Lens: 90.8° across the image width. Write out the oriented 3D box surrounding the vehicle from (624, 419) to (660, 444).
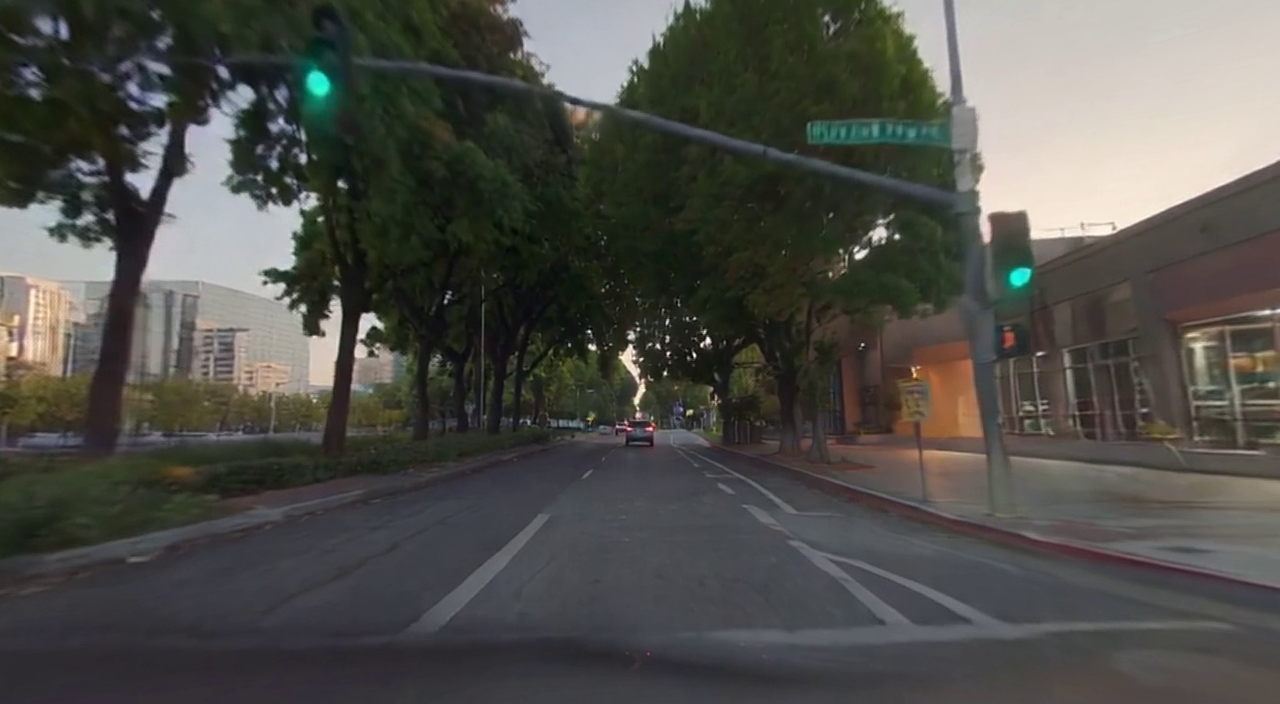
[{"bbox_3d":[0.097,4.986,39.246,2.115,1.461,3.976,0,-8,-1],"label":"vehicle"}]
